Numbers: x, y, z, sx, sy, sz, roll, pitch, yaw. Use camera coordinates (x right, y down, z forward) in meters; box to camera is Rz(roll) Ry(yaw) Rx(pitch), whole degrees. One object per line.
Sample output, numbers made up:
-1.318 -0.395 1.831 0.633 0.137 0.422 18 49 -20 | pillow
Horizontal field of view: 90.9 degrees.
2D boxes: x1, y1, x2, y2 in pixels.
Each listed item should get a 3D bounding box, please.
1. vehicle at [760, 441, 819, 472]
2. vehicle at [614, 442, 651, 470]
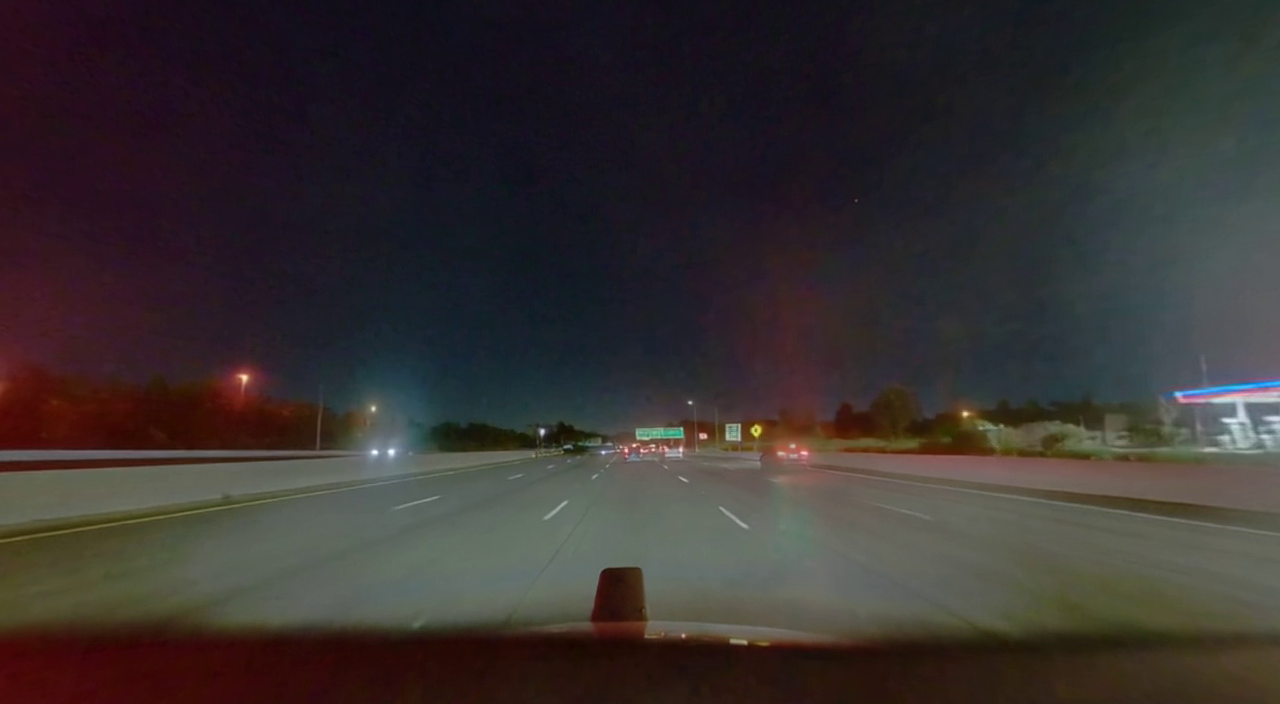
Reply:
7.503 5.296 32.146 1.867 1.463 4.295 0 -8 -1 | vehicle
-0.453 5.912 36.175 1.999 1.473 4.351 0 -8 -1 | vehicle
